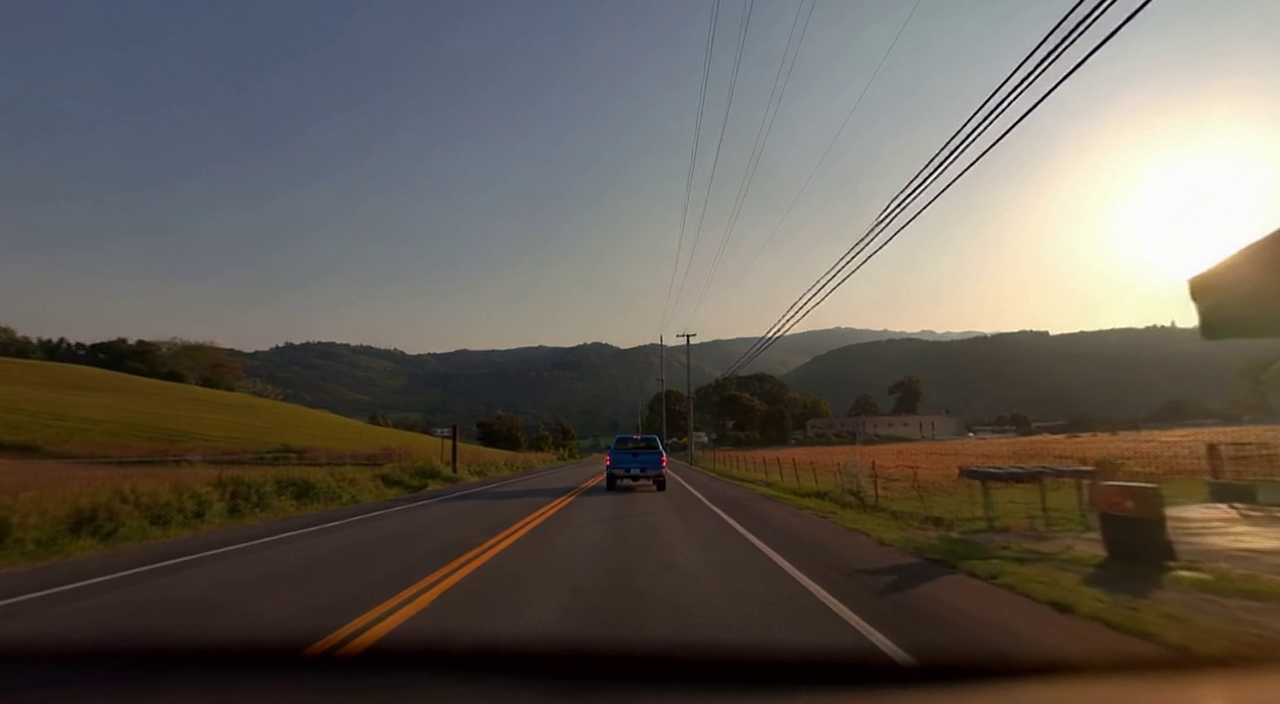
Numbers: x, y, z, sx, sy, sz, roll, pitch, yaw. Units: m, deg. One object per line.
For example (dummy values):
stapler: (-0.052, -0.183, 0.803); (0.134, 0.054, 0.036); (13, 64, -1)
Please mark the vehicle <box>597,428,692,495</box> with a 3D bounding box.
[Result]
vehicle: (0.103, 3.945, 23.228); (2.921, 2.031, 7.416); (0, -9, 0)
